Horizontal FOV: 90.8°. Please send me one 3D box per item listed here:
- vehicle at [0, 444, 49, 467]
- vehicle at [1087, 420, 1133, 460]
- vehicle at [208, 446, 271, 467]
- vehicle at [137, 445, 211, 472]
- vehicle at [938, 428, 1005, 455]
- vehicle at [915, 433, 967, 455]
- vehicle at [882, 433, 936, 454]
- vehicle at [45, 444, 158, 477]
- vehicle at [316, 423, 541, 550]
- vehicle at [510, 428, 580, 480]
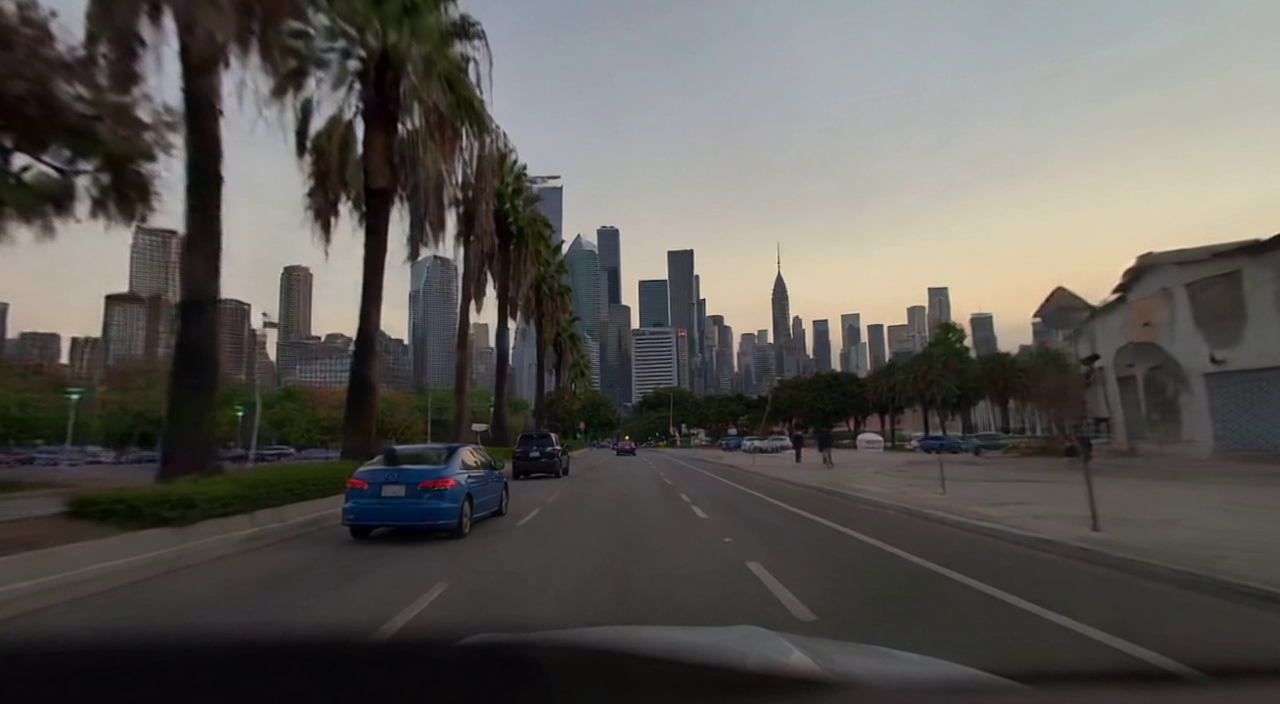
[{"bbox_3d":[-42.842,6.990,42.756,3.721,1.477,1.828,0,-8,-3],"label":"vehicle"},{"bbox_3d":[24.258,4.530,32.615,1.679,1.923,3.703,-6,-10,36],"label":"vehicle"},{"bbox_3d":[-31.129,8.122,49.282,1.859,1.524,4.812,0,-8,-2],"label":"vehicle"},{"bbox_3d":[-31.209,7.124,42.441,1.835,1.664,3.972,-1,-8,2],"label":"vehicle"},{"bbox_3d":[24.910,6.786,47.714,2.147,1.886,5.603,0,-8,1],"label":"vehicle"},{"bbox_3d":[22.551,6.912,47.522,1.938,1.522,4.121,0,-8,1],"label":"vehicle"},{"bbox_3d":[20.174,6.886,47.623,1.976,1.431,4.774,-1,-8,-1],"label":"vehicle"},{"bbox_3d":[-30.882,6.208,36.495,1.947,1.763,5.176,0,-8,-1],"label":"vehicle"},{"bbox_3d":[-2.957,1.981,10.032,2.071,1.544,4.383,0,-8,0],"label":"vehicle"},{"bbox_3d":[-3.334,3.681,22.926,1.894,1.702,3.999,0,-8,0],"label":"vehicle"}]
